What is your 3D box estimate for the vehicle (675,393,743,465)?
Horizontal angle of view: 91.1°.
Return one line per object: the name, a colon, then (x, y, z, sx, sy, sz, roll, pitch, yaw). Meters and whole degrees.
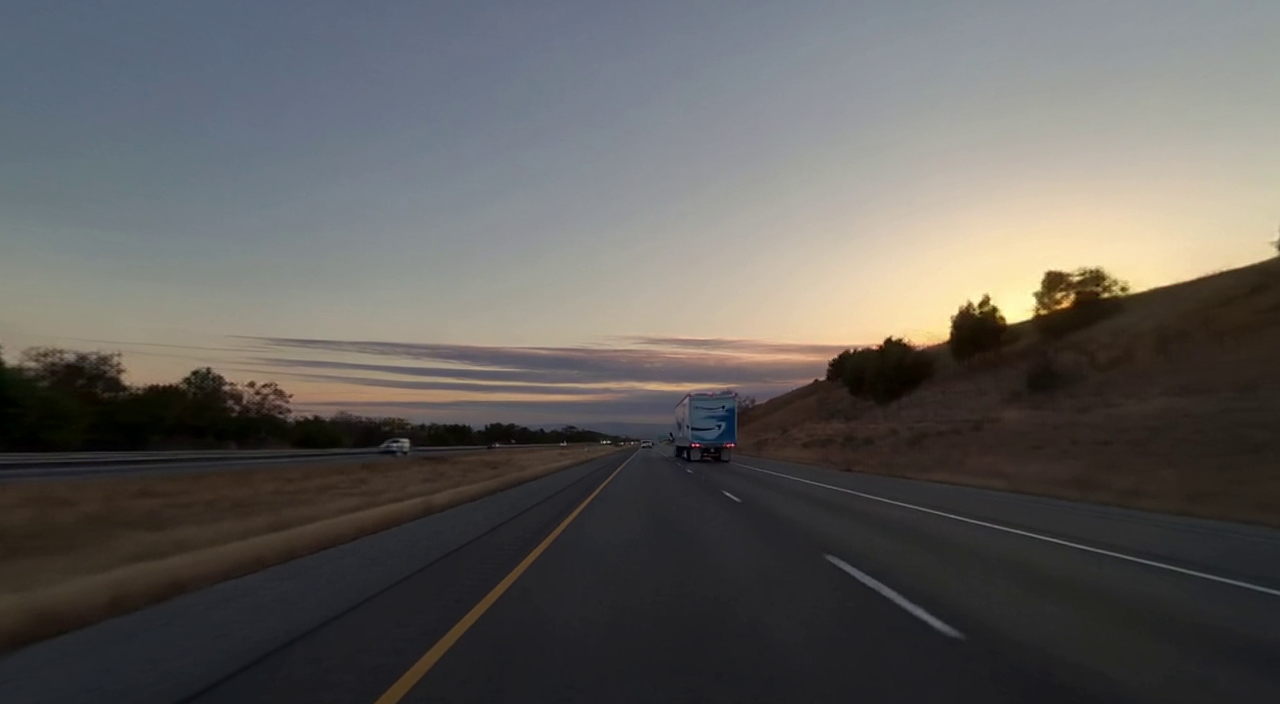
vehicle: (4.672, 5.899, 46.511, 3.190, 4.365, 16.625, 0, -8, 0)
